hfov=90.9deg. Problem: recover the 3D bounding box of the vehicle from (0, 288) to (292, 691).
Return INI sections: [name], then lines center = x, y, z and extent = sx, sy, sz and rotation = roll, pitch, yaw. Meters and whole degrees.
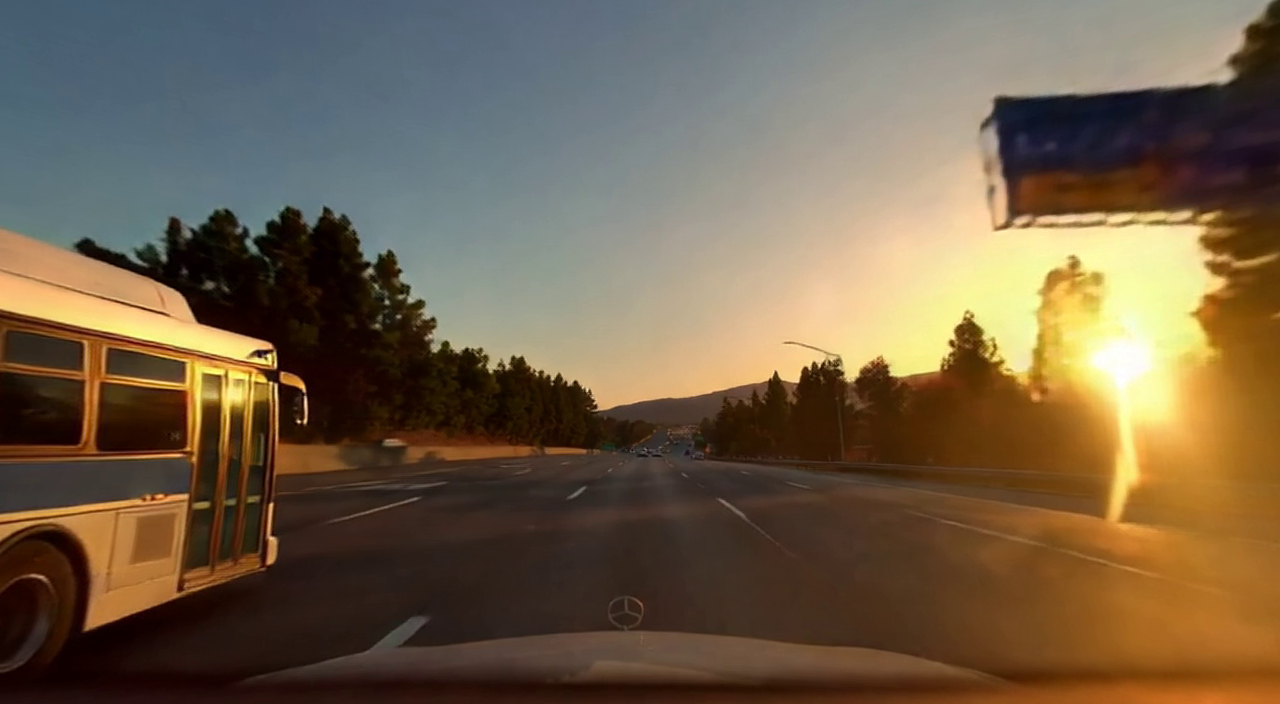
[vehicle]
center = -4.253, 0.659, 2.978
extent = 2.127, 1.985, 5.205
rotation = 0, -8, 1
